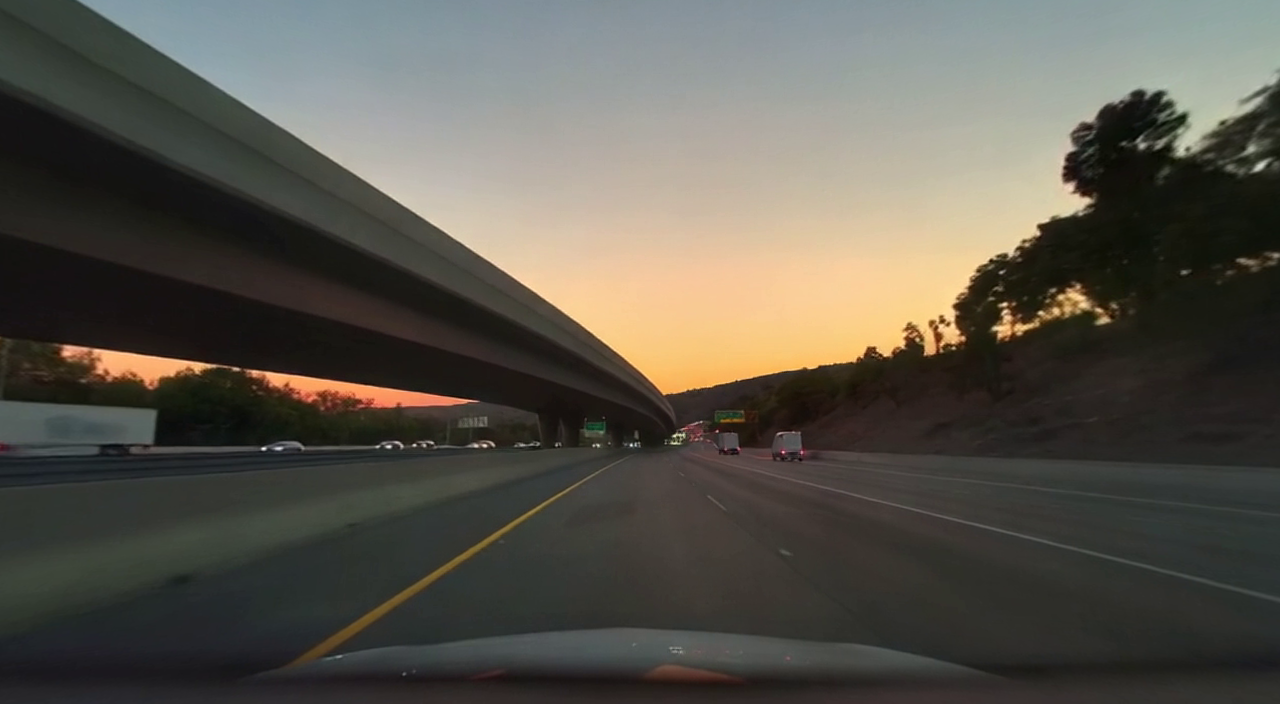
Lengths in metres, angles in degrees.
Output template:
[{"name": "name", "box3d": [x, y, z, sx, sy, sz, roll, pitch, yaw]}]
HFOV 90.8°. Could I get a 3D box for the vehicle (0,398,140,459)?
[{"name": "vehicle", "box3d": [-45.281, 5.690, 46.402, 2.941, 4.172, 16.971, 0, -8, 1]}]
